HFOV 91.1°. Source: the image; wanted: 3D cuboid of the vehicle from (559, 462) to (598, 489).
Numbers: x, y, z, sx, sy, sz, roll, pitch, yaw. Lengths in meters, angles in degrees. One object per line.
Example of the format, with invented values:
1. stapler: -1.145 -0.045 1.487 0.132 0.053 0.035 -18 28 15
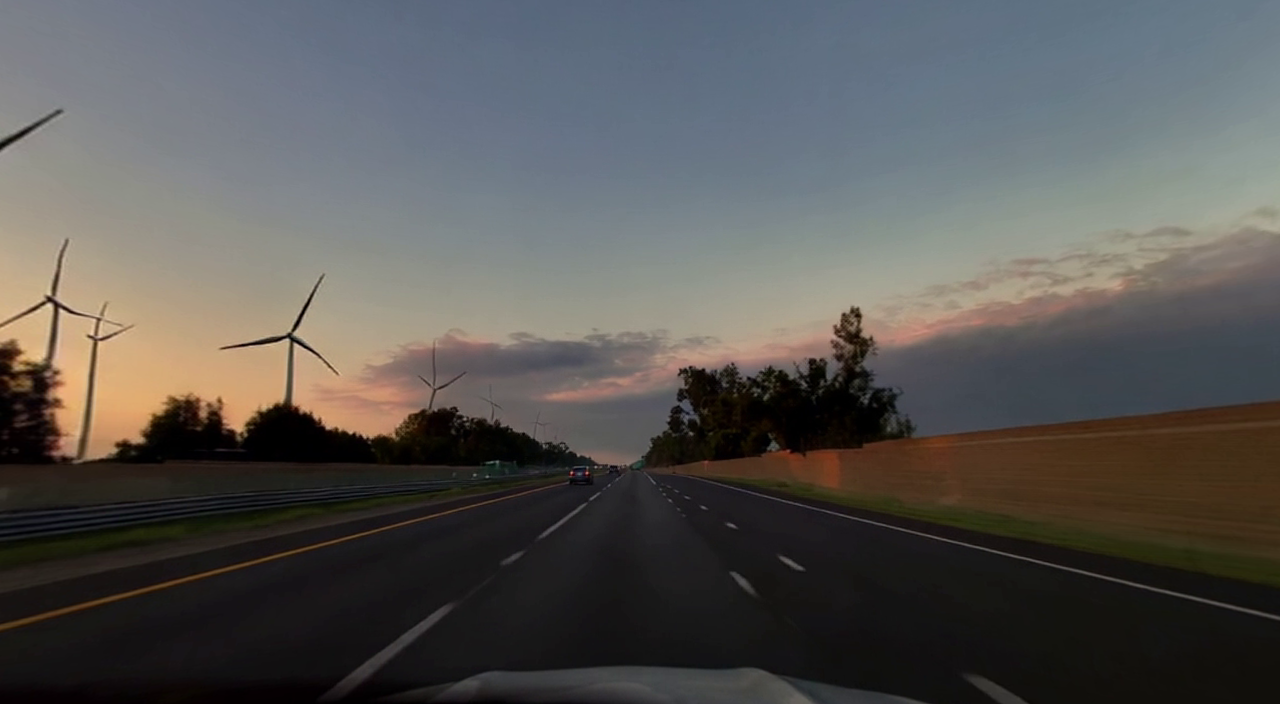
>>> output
1. vehicle: -3.750 7.659 39.069 2.001 1.486 4.104 1 -10 -1
